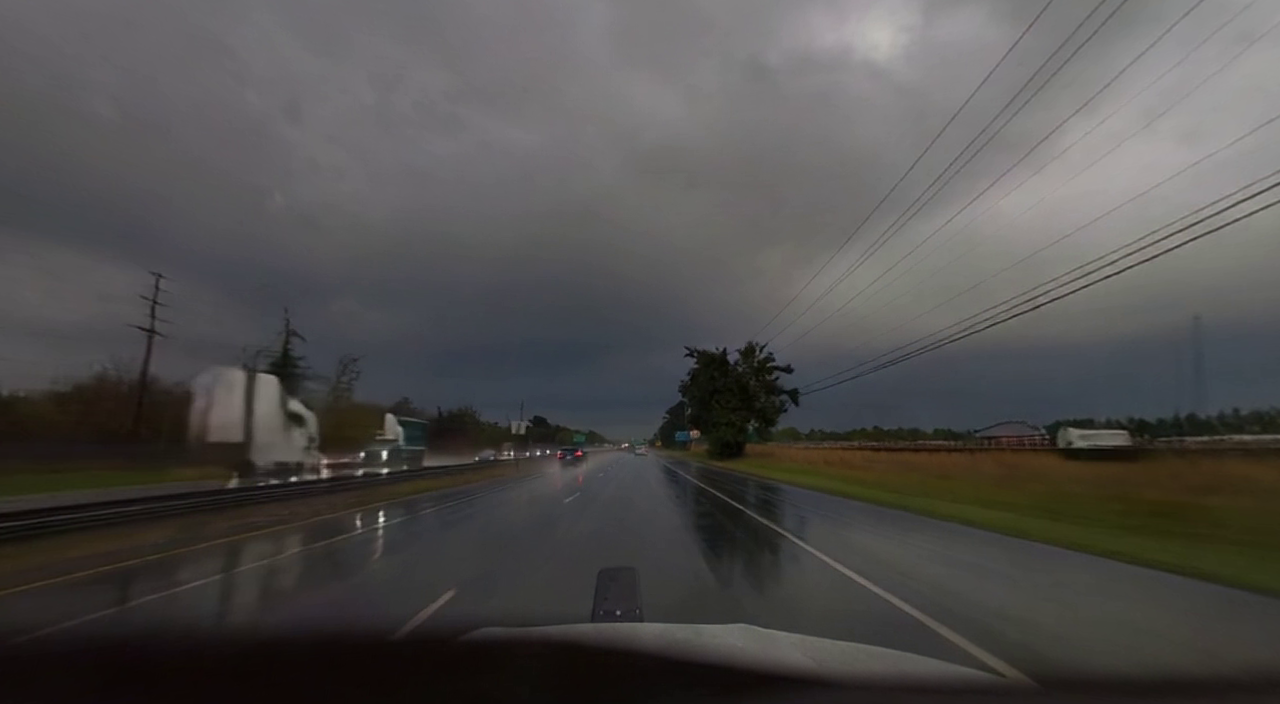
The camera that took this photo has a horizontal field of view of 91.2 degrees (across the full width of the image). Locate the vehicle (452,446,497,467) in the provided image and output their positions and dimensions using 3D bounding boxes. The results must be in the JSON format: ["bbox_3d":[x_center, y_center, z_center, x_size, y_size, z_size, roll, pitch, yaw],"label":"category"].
[{"bbox_3d":[-12.382,7.855,47.247,2.162,1.491,4.265,0,-9,1],"label":"vehicle"}]

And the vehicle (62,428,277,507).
[{"bbox_3d":[-12.334,3.049,16.973,2.144,1.816,4.673,0,-9,0],"label":"vehicle"}]

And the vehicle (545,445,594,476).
[{"bbox_3d":[-3.722,5.801,33.816,2.123,1.545,4.404,0,-9,0],"label":"vehicle"}]

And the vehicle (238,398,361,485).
[{"bbox_3d":[-17.081,4.596,32.034,2.960,3.980,5.841,0,-9,-1],"label":"vehicle"}]
